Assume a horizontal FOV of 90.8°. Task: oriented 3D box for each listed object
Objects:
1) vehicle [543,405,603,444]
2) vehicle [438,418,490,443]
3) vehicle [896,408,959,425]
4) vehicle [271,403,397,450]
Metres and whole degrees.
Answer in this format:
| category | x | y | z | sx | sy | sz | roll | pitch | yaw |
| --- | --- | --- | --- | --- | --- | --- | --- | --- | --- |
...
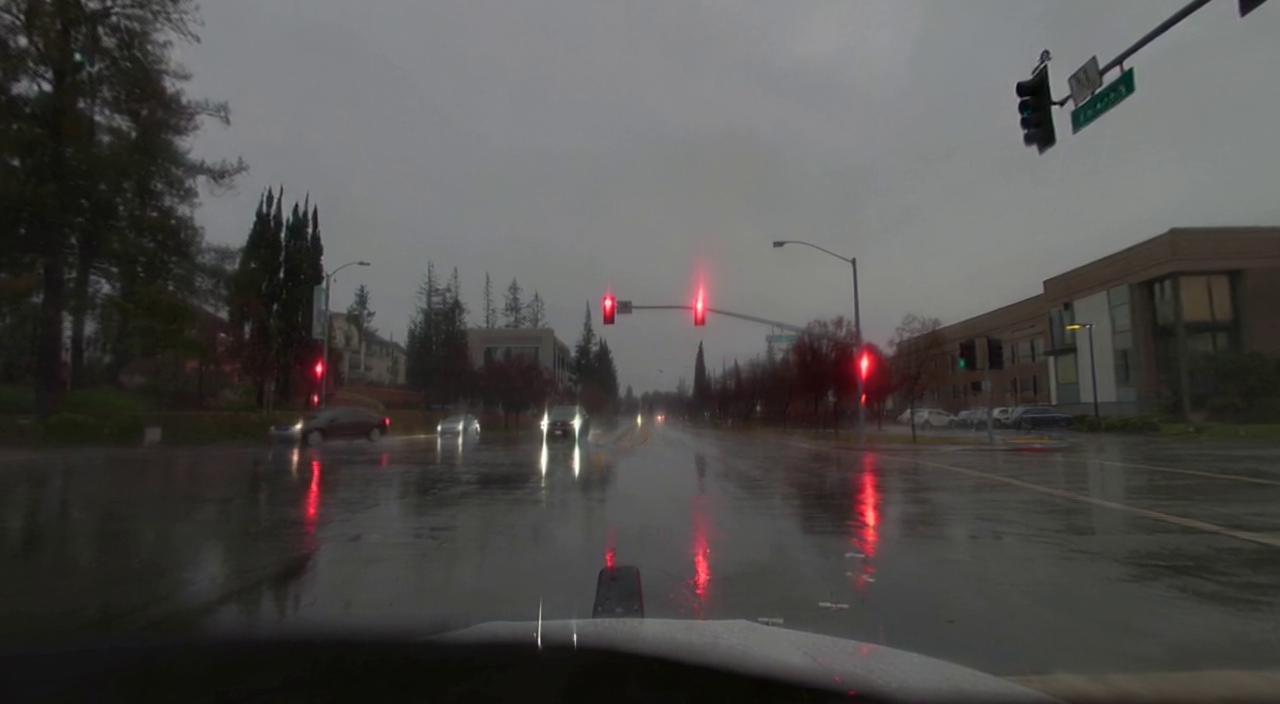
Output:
| category | x | y | z | sx | sy | sz | roll | pitch | yaw |
| --- | --- | --- | --- | --- | --- | --- | --- | --- | --- |
| vehicle | -3.465 | 3.968 | 33.838 | 2.306 | 1.907 | 5.382 | -1 | -8 | 4 |
| vehicle | -11.273 | 5.084 | 40.714 | 1.899 | 1.510 | 4.294 | -1 | -8 | 3 |
| vehicle | 22.004 | 4.941 | 48.439 | 3.933 | 1.219 | 1.700 | -1 | -9 | 3 |
| vehicle | -13.517 | 3.410 | 28.334 | 2.340 | 1.902 | 4.920 | -2 | -9 | 15 |
